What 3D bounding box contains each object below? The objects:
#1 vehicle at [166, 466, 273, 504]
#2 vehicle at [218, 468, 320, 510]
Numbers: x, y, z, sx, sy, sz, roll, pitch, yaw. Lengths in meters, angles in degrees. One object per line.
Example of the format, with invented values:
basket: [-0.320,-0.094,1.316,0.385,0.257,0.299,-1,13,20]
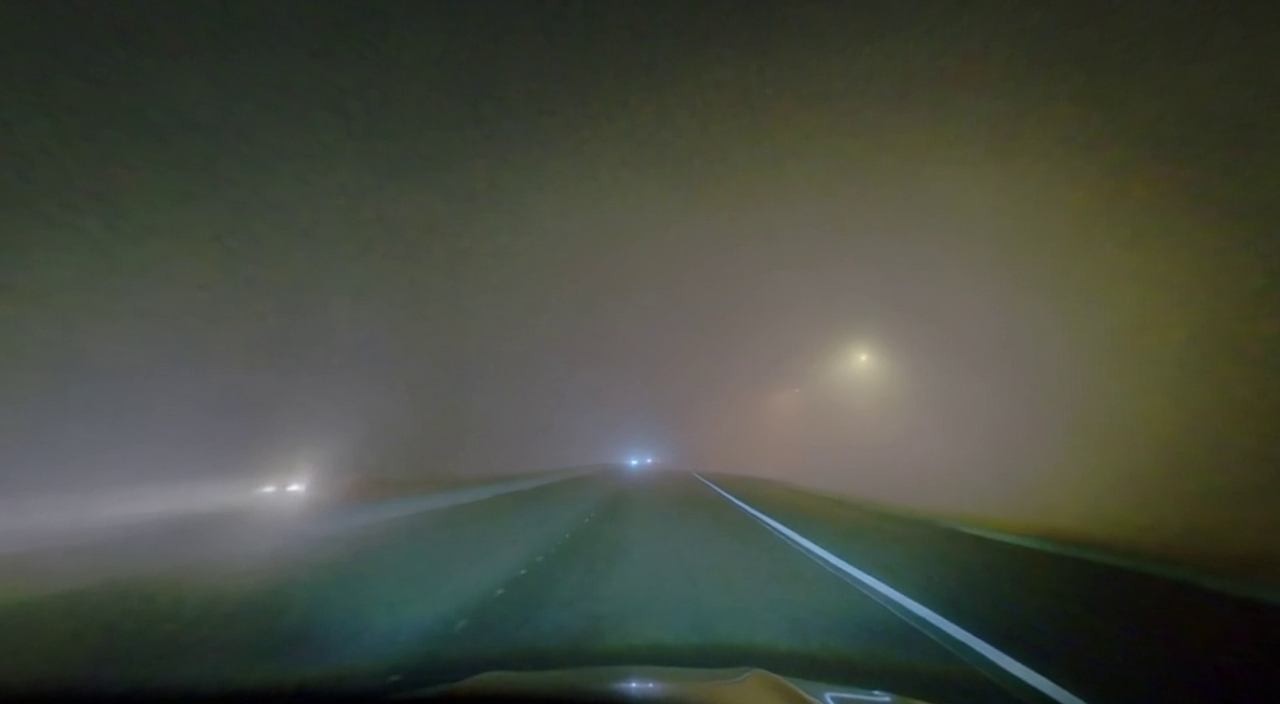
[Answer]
vehicle: [-19.456,6.154,29.343,1.875,1.522,4.191,-1,-9,3]
vehicle: [-14.990,5.539,25.667,1.755,1.458,3.716,-1,-9,3]
